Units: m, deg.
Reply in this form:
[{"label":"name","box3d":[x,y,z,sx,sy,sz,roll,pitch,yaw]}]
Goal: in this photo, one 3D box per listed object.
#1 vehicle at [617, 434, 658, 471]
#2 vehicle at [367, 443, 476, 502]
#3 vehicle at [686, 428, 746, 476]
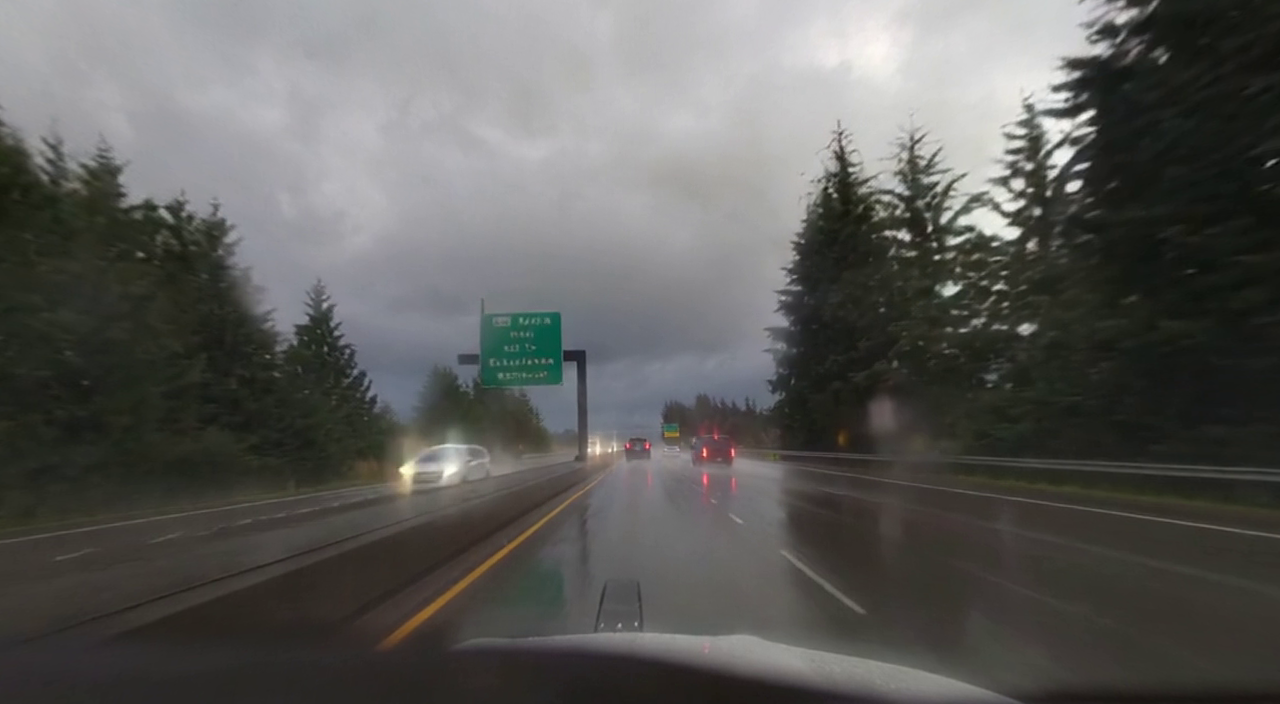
[{"label":"vehicle","box3d":[-0.156,5.713,35.760,2.192,1.912,4.524,0,-9,0]},{"label":"vehicle","box3d":[-6.959,3.855,20.565,2.046,1.696,4.276,0,-9,0]},{"label":"vehicle","box3d":[3.366,4.547,28.796,1.981,1.984,4.623,0,-9,-2]}]
